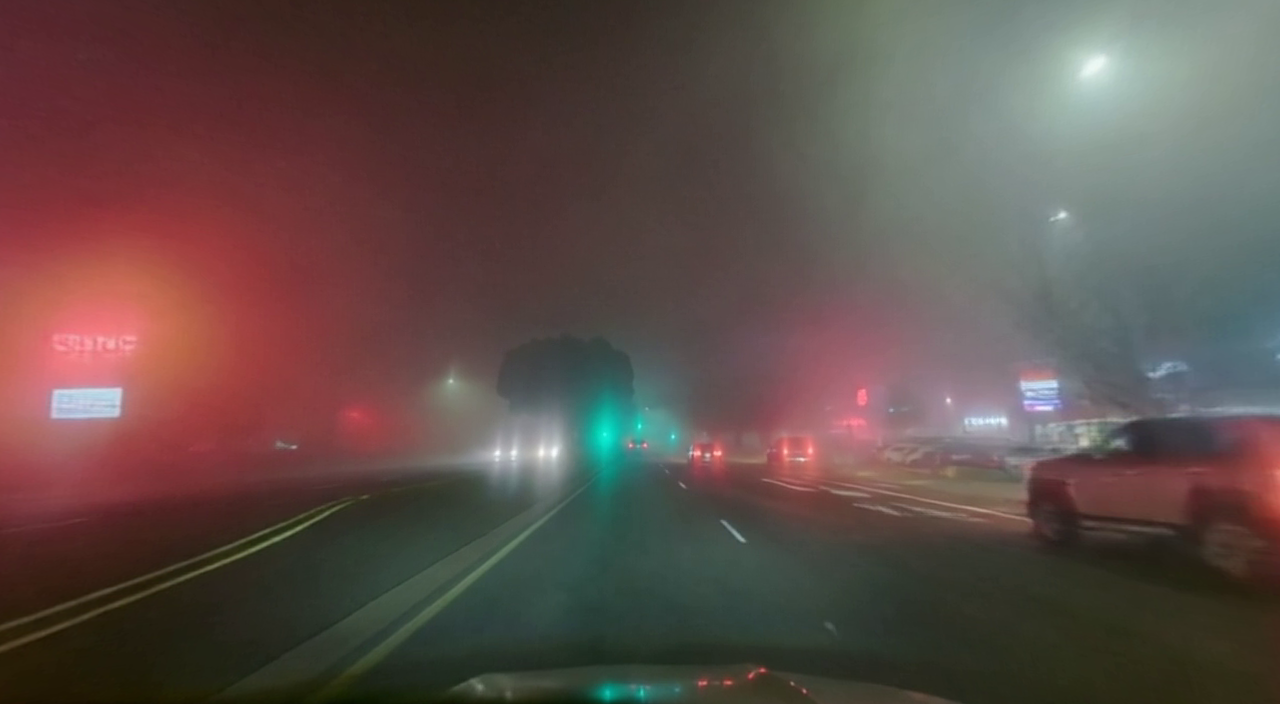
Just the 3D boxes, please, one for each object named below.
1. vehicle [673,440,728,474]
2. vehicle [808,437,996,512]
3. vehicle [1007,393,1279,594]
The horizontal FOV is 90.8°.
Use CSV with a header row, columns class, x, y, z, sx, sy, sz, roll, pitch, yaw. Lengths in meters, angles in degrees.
class,x,y,z,sx,sy,sz,roll,pitch,yaw
vehicle,2.776,4.922,29.888,2.099,1.463,4.365,0,-8,-1
vehicle,5.966,2.827,15.216,2.072,1.491,4.753,1,-8,-7
vehicle,6.919,1.499,7.161,2.268,1.822,5.038,1,-8,-3
